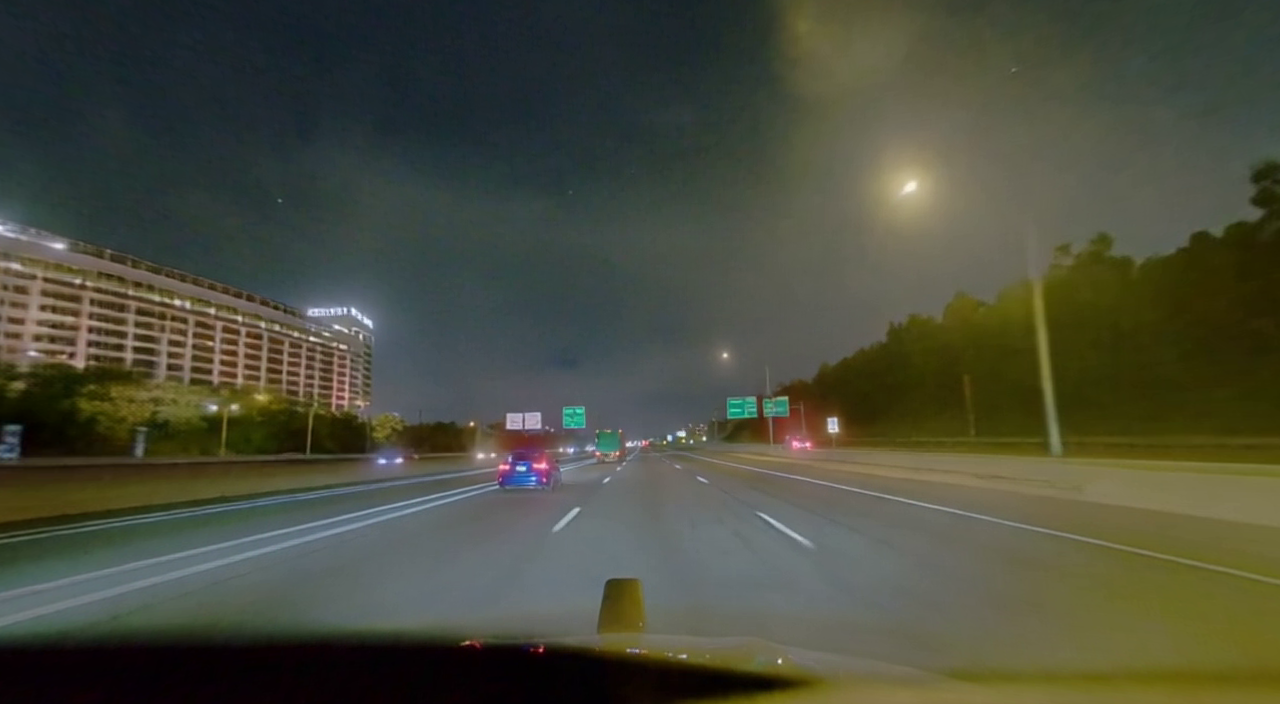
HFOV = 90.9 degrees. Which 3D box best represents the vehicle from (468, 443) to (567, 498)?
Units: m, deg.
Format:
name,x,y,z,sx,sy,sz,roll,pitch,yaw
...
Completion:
name,x,y,z,sx,sy,sz,roll,pitch,yaw
vehicle,-3.586,3.579,19.364,2.039,1.478,4.483,0,-9,1
